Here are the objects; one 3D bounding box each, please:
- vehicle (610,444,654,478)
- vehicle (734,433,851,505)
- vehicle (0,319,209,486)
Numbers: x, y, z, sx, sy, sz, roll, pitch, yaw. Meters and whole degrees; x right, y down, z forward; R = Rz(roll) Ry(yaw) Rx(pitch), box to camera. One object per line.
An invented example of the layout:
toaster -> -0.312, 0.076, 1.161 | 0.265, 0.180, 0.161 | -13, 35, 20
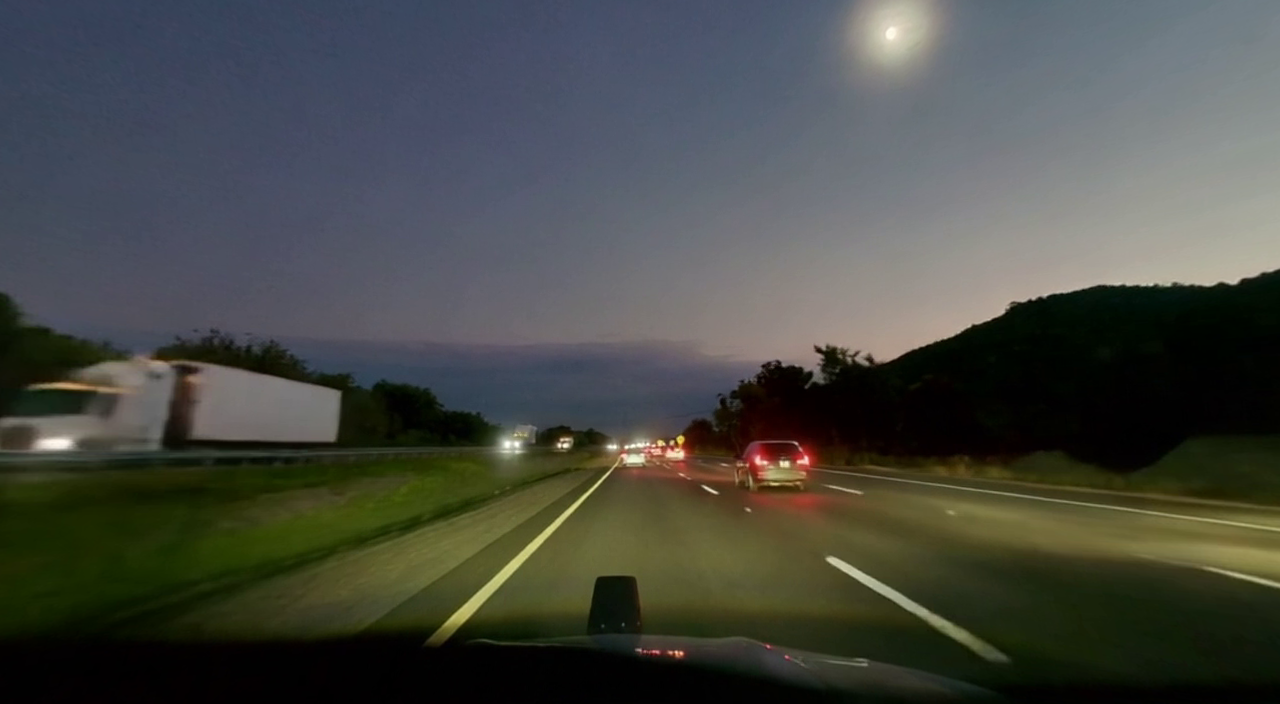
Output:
vehicle -> -0.444, 5.358, 31.145 | 2.050, 1.534, 3.771 | 0, -9, -2
vehicle -> 3.791, 2.985, 16.445 | 2.013, 1.623, 3.916 | 0, -9, -1
vehicle -> -16.394, 1.679, 18.304 | 2.950, 4.003, 6.622 | 0, -9, -1
